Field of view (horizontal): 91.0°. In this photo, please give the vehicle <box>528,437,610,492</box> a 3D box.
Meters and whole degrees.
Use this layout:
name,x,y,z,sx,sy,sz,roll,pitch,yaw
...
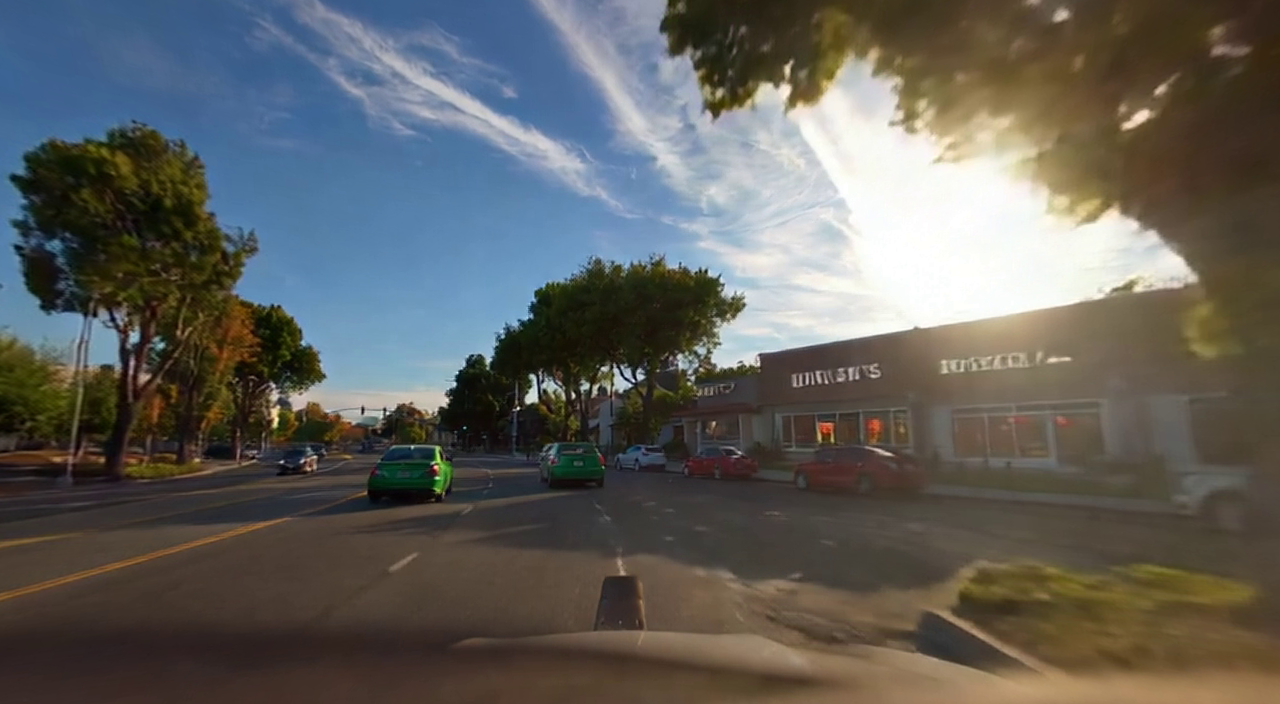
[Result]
name,x,y,z,sx,sy,sz,roll,pitch,yaw
vehicle,-2.322,3.437,19.572,2.001,1.483,4.442,2,-9,-13

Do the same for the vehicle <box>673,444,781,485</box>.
name,x,y,z,sx,sy,sz,roll,pitch,yaw
vehicle,3.322,4.451,25.281,2.038,1.446,4.896,4,-9,-23

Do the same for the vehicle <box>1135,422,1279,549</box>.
name,x,y,z,sx,sy,sz,roll,pitch,yaw
vehicle,9.903,1.771,8.280,2.095,1.697,4.801,3,-9,-20

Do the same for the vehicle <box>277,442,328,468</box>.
name,x,y,z,sx,sy,sz,roll,pitch,yaw
vehicle,-20.926,6.373,39.230,2.000,1.477,4.346,3,-9,-18

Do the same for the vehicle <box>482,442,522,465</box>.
name,x,y,z,sx,sy,sz,roll,pitch,yaw
vehicle,-9.344,6.782,42.320,1.920,1.416,4.310,3,-9,-21

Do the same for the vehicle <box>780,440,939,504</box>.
name,x,y,z,sx,sy,sz,roll,pitch,yaw
vehicle,5.929,3.251,17.578,1.952,1.547,4.091,3,-9,-21

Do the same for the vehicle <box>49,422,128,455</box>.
name,x,y,z,sx,sy,sz,roll,pitch,yaw
vehicle,-42.464,6.759,48.661,2.430,2.266,6.029,6,-10,-20

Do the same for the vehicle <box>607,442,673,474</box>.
name,x,y,z,sx,sy,sz,roll,pitch,yaw
vehicle,-0.087,5.485,32.800,1.905,1.537,4.276,4,-9,-23

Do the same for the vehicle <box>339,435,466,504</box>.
name,x,y,z,sx,sy,sz,roll,pitch,yaw
vehicle,-5.819,2.916,16.134,2.105,1.477,4.857,1,-9,-9
